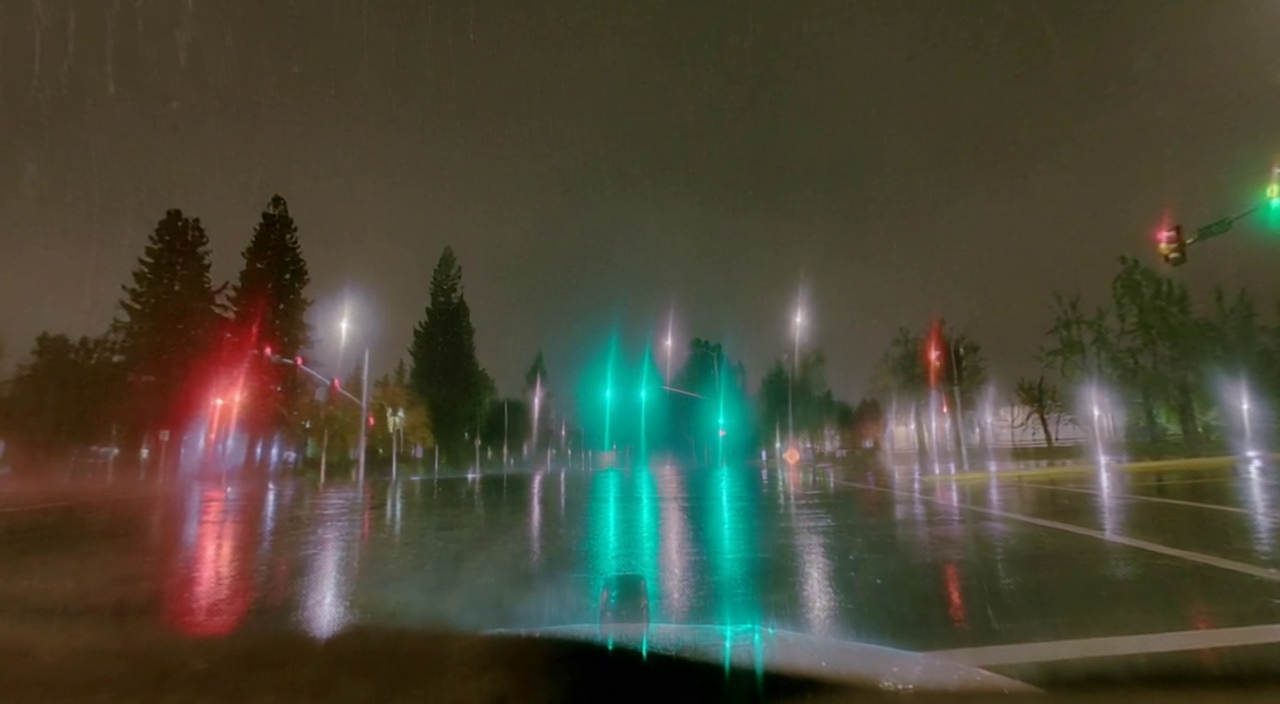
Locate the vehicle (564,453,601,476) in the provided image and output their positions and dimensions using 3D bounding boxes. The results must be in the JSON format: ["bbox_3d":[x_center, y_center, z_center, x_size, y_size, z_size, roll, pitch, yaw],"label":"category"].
[{"bbox_3d":[-4.477,8.848,49.836,2.030,1.704,4.205,-1,-8,7],"label":"vehicle"}]
